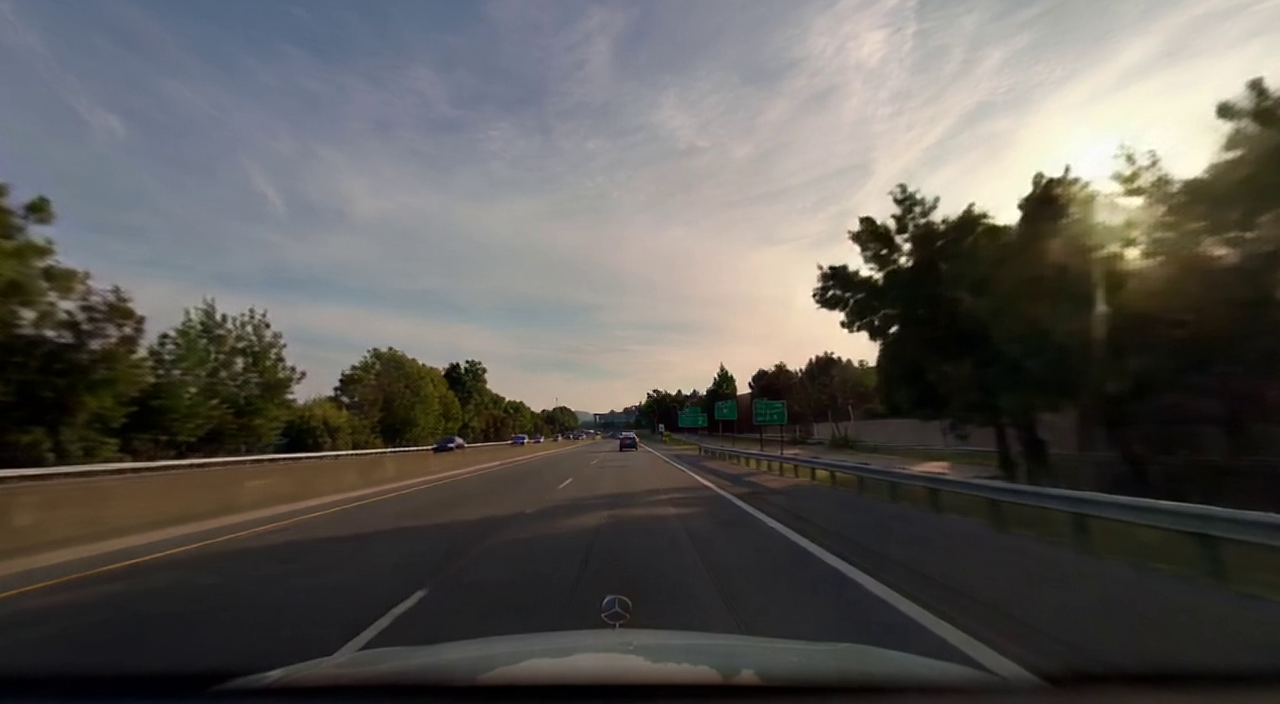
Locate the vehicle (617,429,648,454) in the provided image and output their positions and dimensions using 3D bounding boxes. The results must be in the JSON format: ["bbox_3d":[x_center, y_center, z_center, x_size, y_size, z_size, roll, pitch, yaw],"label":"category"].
[{"bbox_3d":[-0.617,6.939,48.967,2.295,1.861,4.564,0,-8,-1],"label":"vehicle"}]
